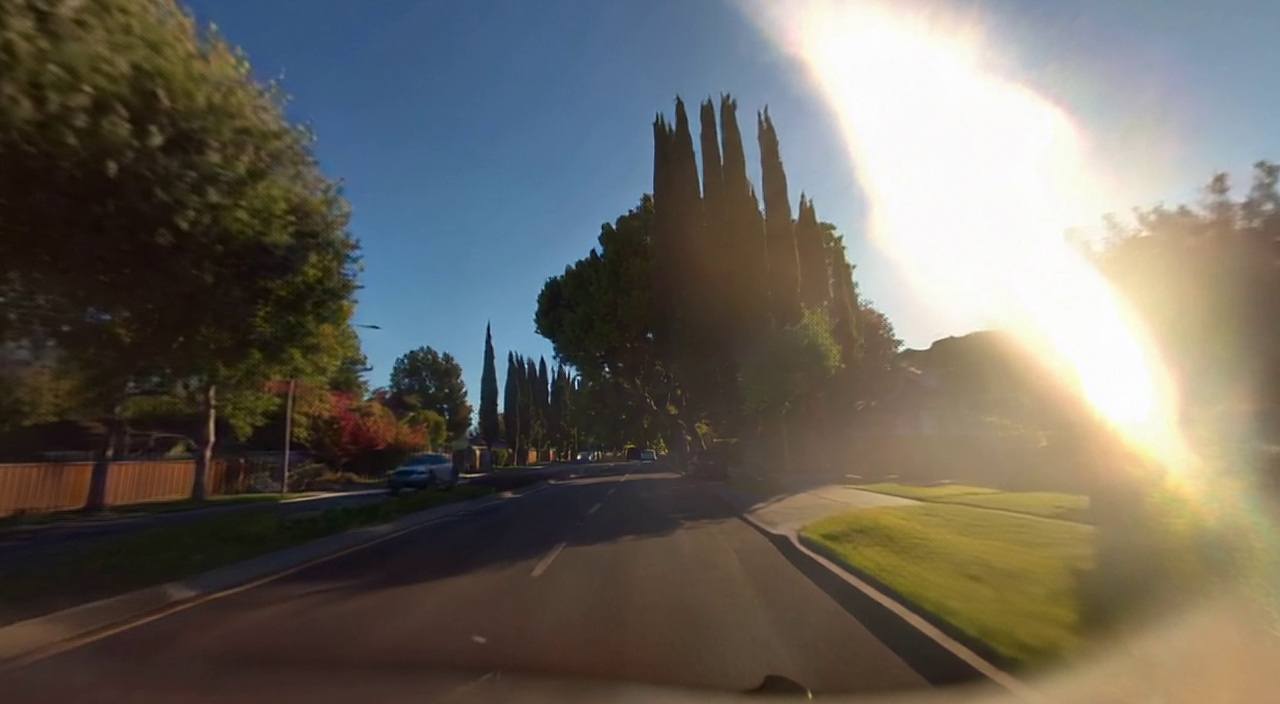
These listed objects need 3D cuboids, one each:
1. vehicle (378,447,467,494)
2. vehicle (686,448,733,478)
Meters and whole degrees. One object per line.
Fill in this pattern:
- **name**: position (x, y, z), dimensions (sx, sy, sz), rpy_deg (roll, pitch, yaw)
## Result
- **vehicle**: position (-8.745, 4.758, 25.781), dimensions (1.981, 1.716, 4.315), rpy_deg (0, -9, 1)
- **vehicle**: position (3.696, 5.968, 34.249), dimensions (2.011, 1.507, 4.769), rpy_deg (0, -9, 0)
